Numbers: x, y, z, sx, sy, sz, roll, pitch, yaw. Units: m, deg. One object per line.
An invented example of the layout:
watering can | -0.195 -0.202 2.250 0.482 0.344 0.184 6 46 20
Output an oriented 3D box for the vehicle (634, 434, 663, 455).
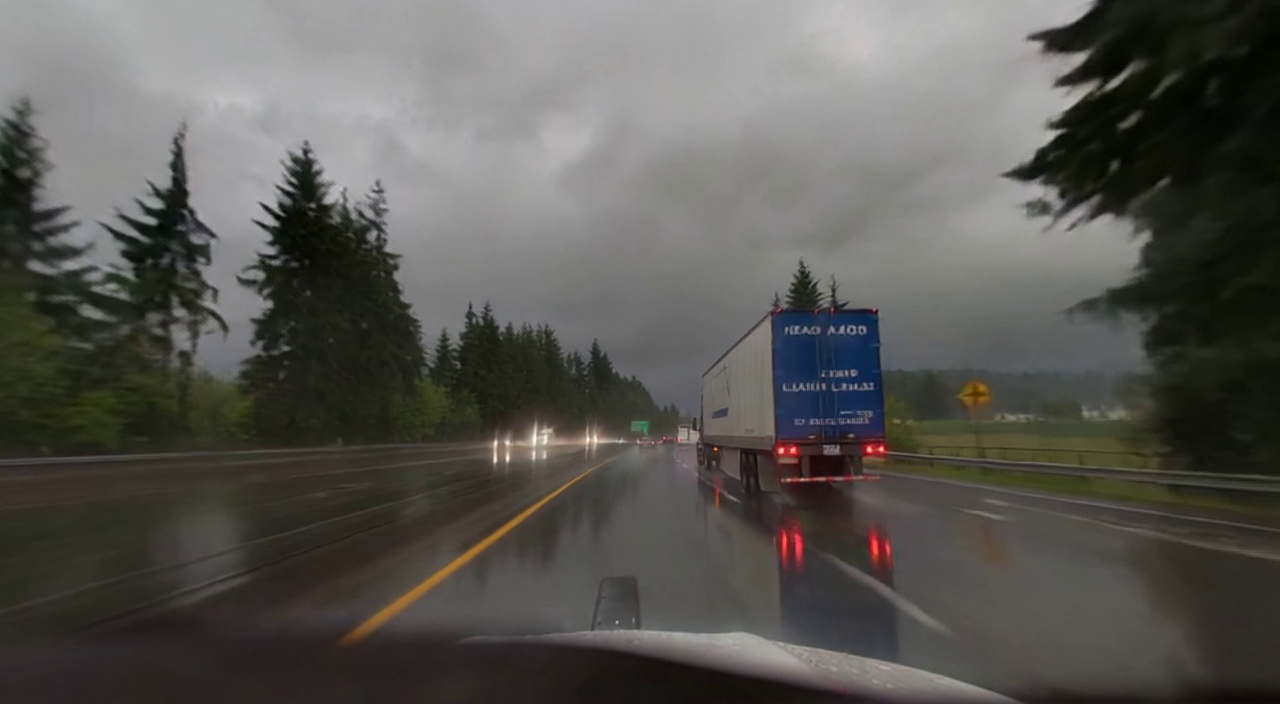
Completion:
vehicle | 0.636 7.251 49.602 2.209 1.499 4.144 0 -7 0

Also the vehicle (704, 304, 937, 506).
vehicle | 4.314 1.934 19.634 3.171 4.072 13.784 0 -7 0
